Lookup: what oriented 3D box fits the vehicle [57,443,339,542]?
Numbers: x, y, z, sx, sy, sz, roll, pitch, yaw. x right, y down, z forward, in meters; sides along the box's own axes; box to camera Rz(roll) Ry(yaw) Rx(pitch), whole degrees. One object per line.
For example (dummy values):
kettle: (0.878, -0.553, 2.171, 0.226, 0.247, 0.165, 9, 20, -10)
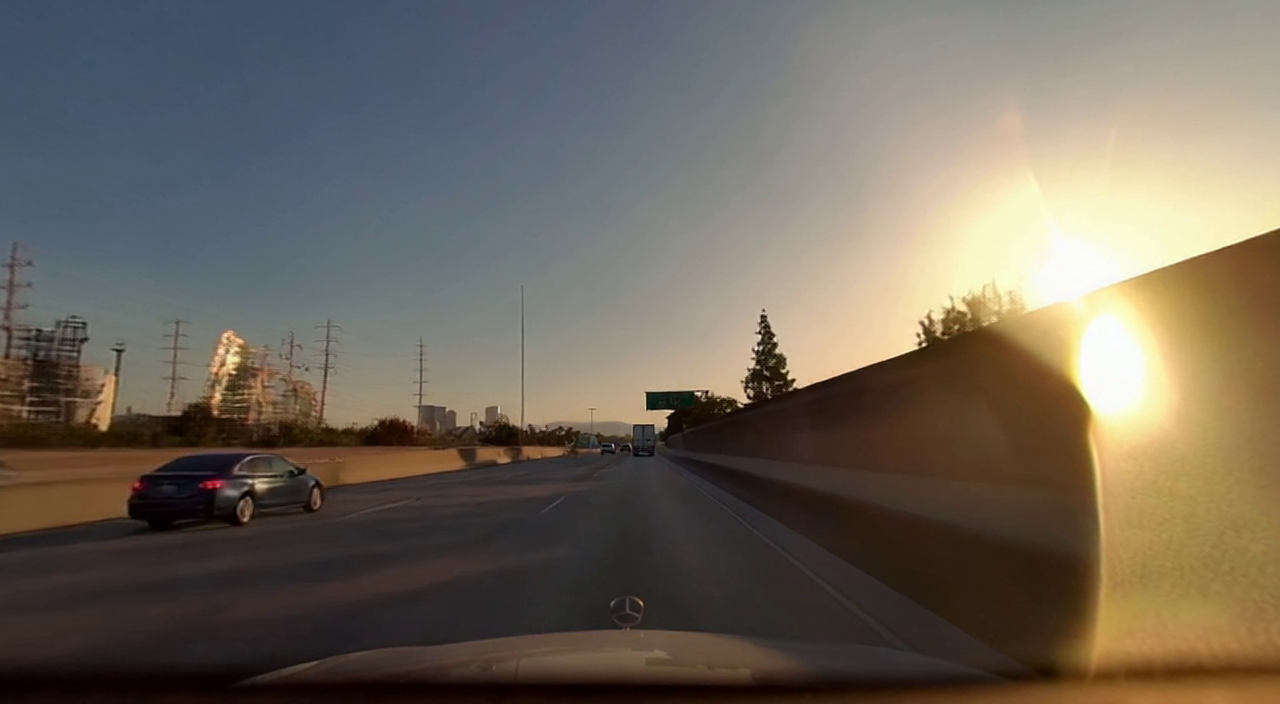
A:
vehicle: (-7.768, 2.450, 11.814, 1.979, 1.470, 4.485, 0, -8, 1)
